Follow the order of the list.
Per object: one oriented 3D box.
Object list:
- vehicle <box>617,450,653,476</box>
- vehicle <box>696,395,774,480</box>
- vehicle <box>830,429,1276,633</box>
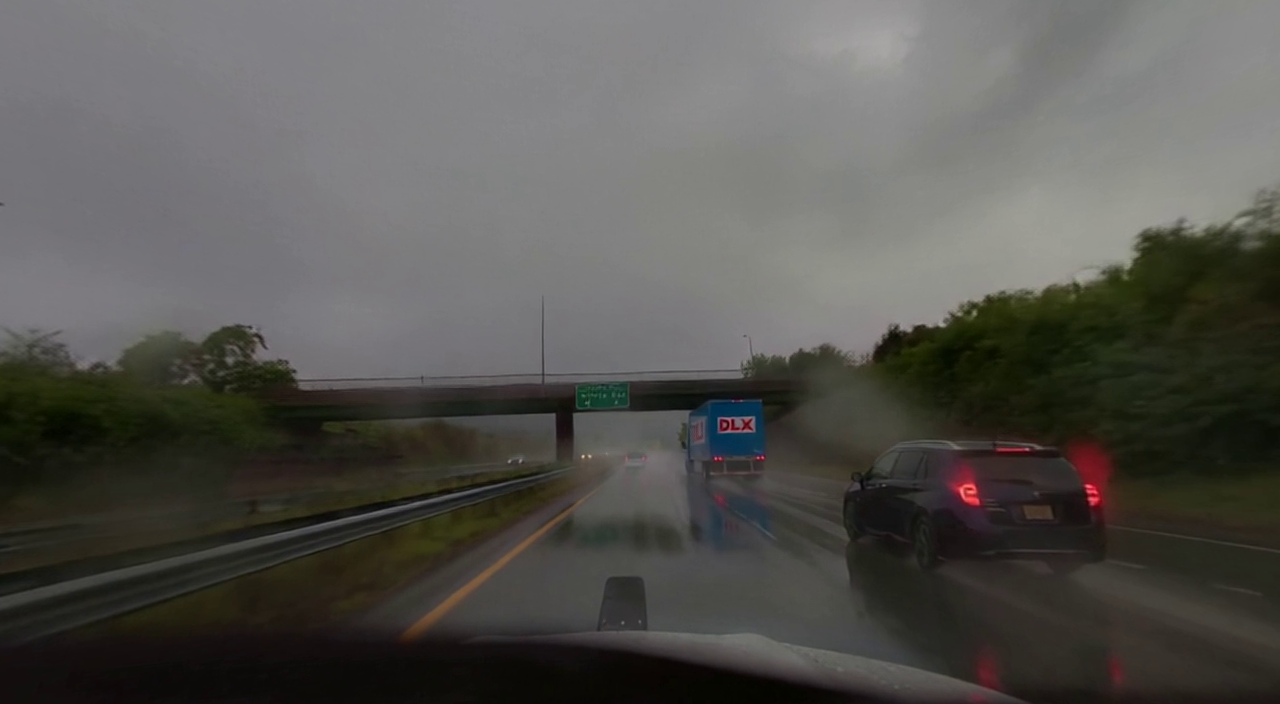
[{"bbox_3d":[-0.262,6.661,37.980,2.055,1.445,3.661,0,-9,0],"label":"vehicle"},{"bbox_3d":[4.883,4.659,33.977,2.838,3.985,8.010,0,-9,0],"label":"vehicle"},{"bbox_3d":[3.638,1.627,6.714,1.894,1.452,4.164,0,-9,0],"label":"vehicle"}]
